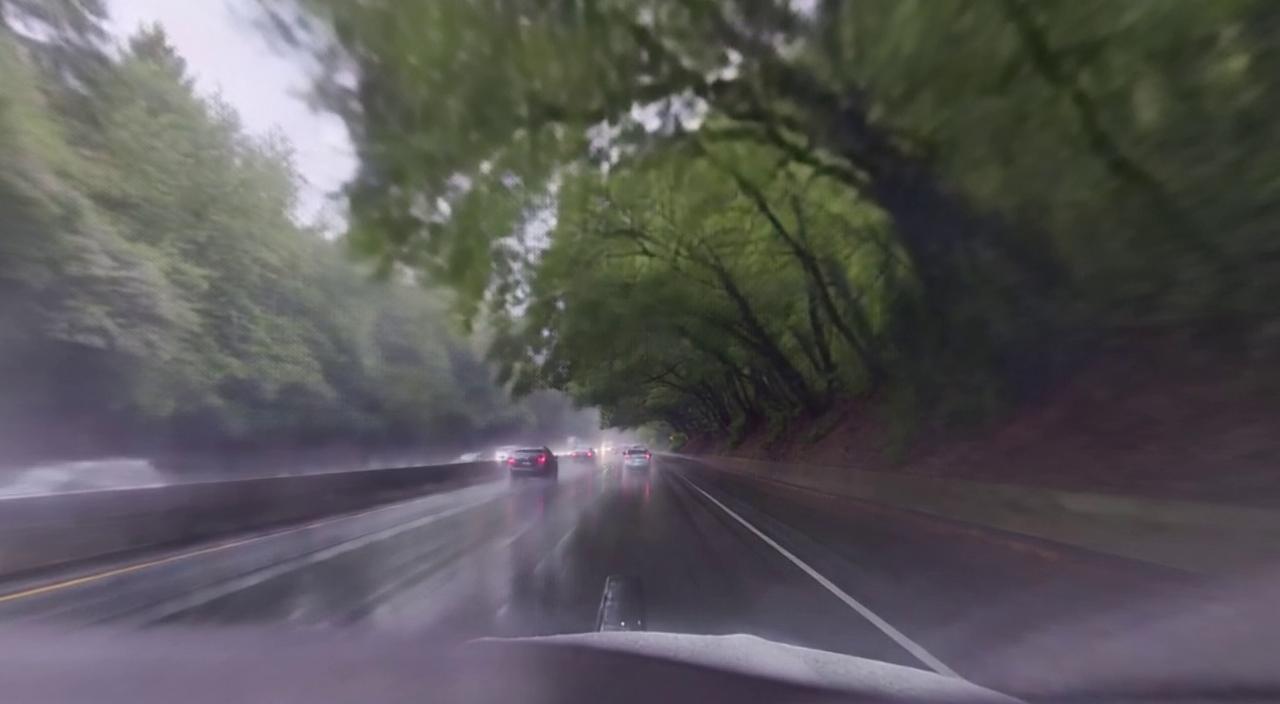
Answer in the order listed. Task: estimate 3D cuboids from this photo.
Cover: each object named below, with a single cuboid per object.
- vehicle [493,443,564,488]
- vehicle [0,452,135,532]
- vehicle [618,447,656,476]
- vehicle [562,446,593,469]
[{"bbox_3d":[-4.149,4.302,24.114,1.978,1.538,3.755,0,-9,1],"label":"vehicle"},{"bbox_3d":[-12.773,2.767,12.716,1.761,1.468,4.061,0,-9,0],"label":"vehicle"},{"bbox_3d":[-0.153,5.995,34.801,2.001,1.490,3.914,0,-9,0],"label":"vehicle"},{"bbox_3d":[-4.536,7.732,46.156,1.834,1.615,3.624,0,-9,0],"label":"vehicle"}]
